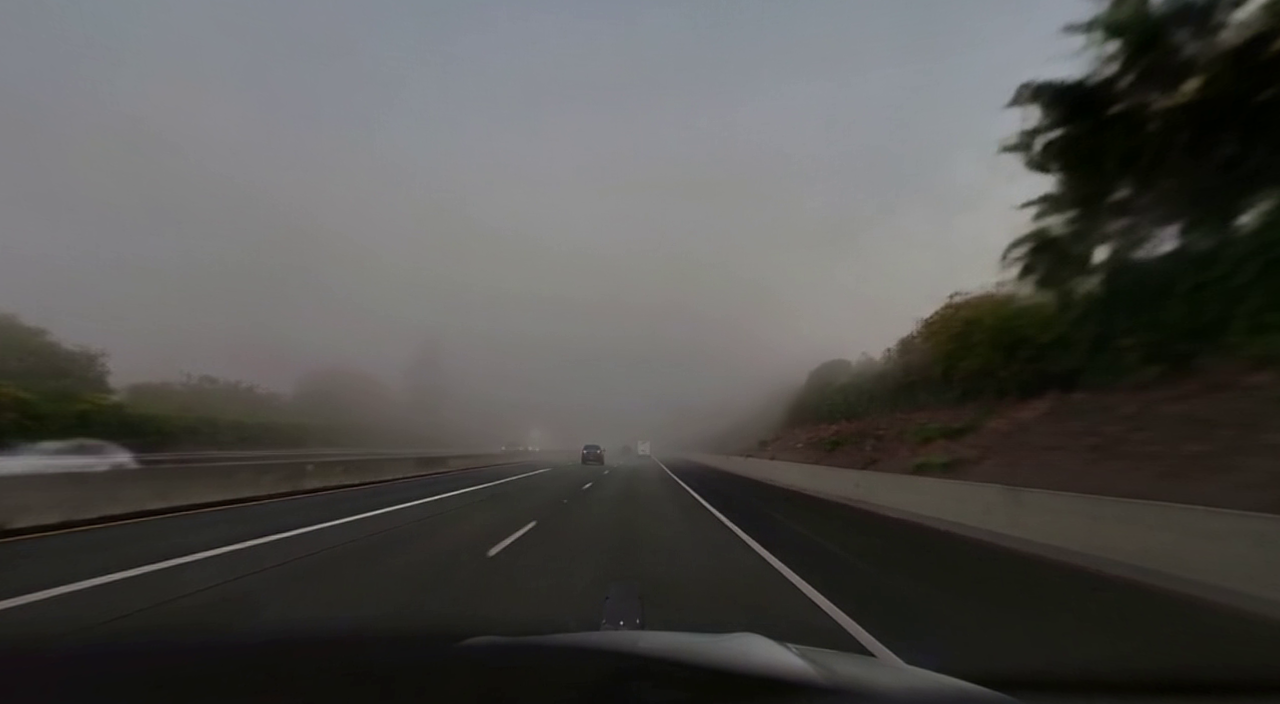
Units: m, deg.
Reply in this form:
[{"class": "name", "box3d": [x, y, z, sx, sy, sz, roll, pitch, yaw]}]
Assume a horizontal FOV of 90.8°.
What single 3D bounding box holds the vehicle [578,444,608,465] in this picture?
[{"class": "vehicle", "box3d": [-3.504, 7.710, 47.498, 1.921, 1.536, 3.920, 0, -9, 0]}]
